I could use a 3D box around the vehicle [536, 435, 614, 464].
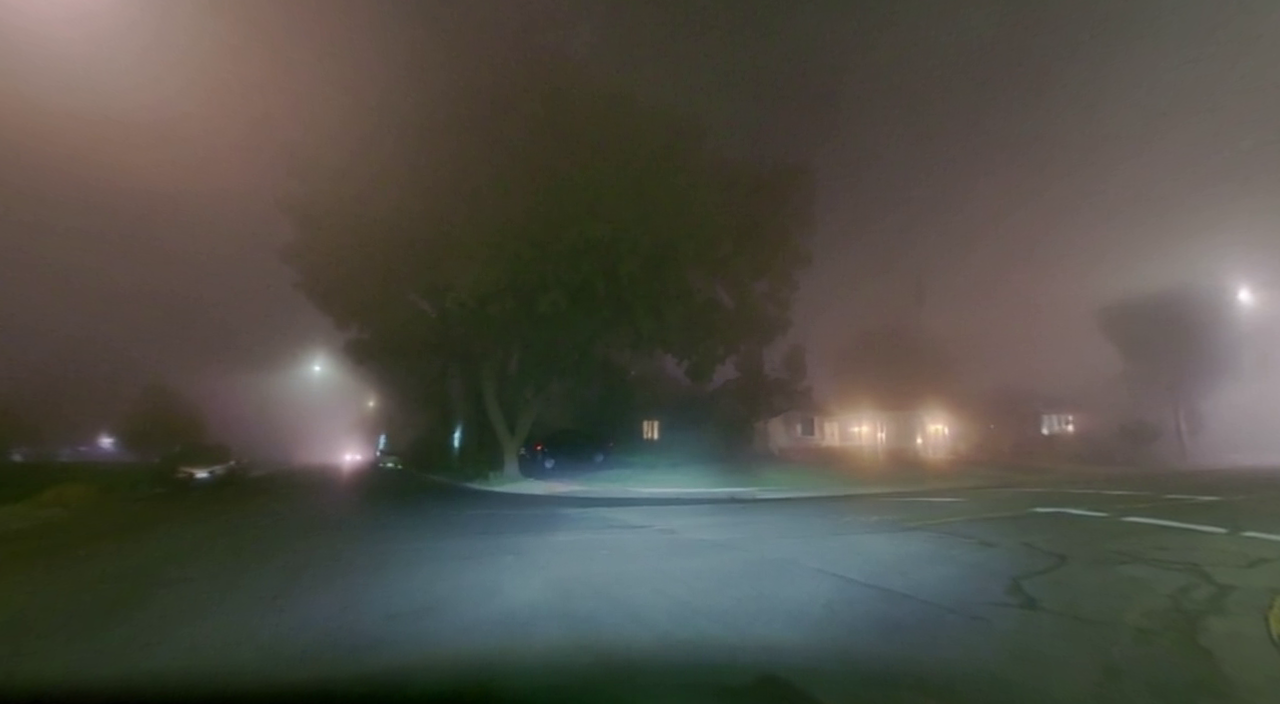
[{"bbox_3d":[-3.849,5.777,37.474,4.241,1.597,1.833,4,-10,-25],"label":"vehicle"}]

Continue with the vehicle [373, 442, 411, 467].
[{"bbox_3d":[-17.360,7.146,44.170,2.109,1.676,4.037,4,-10,-25],"label":"vehicle"}]

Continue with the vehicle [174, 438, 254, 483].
[{"bbox_3d":[-19.024,4.828,28.443,2.152,1.826,4.725,4,-10,-25],"label":"vehicle"}]

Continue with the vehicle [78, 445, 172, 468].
[{"bbox_3d":[-34.741,7.028,42.790,4.526,1.487,1.766,4,-10,-25],"label":"vehicle"}]
